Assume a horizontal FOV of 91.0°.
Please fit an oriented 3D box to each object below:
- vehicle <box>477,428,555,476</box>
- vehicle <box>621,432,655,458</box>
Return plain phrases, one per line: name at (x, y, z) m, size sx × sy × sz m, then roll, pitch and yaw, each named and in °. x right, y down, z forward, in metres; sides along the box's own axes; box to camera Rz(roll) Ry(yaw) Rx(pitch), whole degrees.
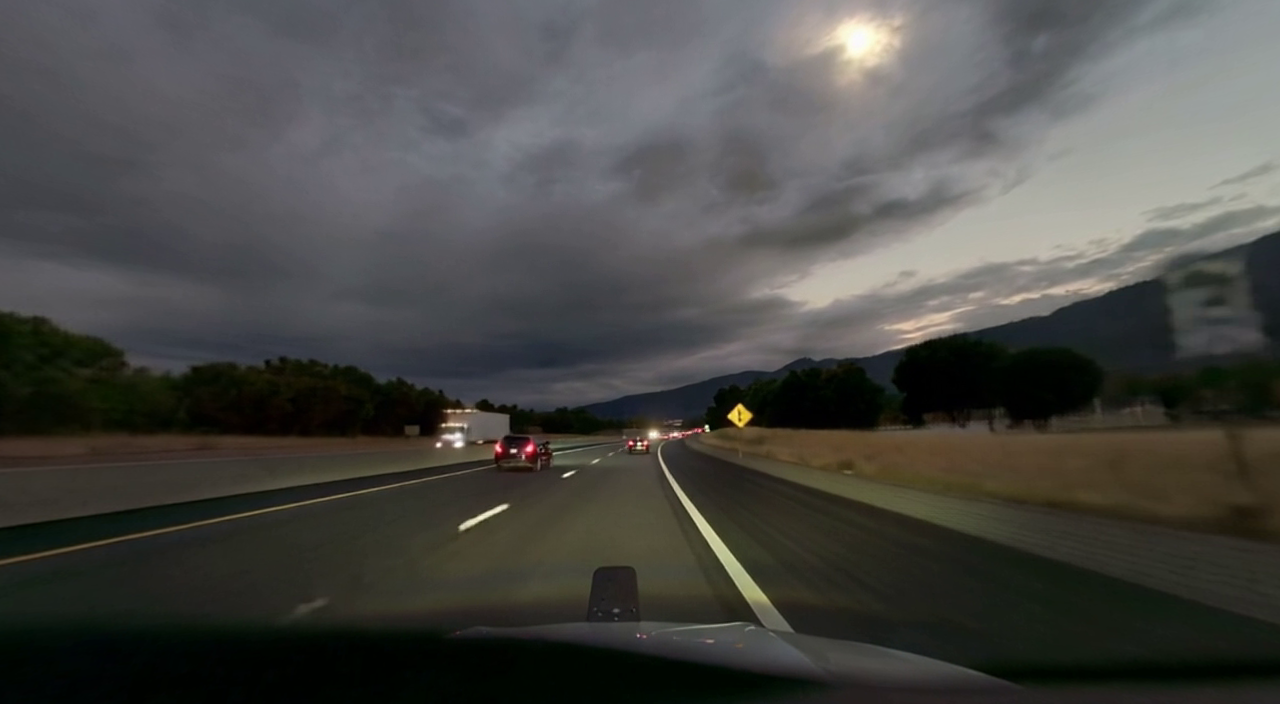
vehicle at (-4.646, 3.832, 24.270) m, size 2.075 × 1.653 × 4.317 m, roll -1°, pitch -8°, yaw 1°
vehicle at (-0.158, 6.225, 42.194) m, size 2.146 × 1.636 × 4.026 m, roll 0°, pitch -8°, yaw 0°
